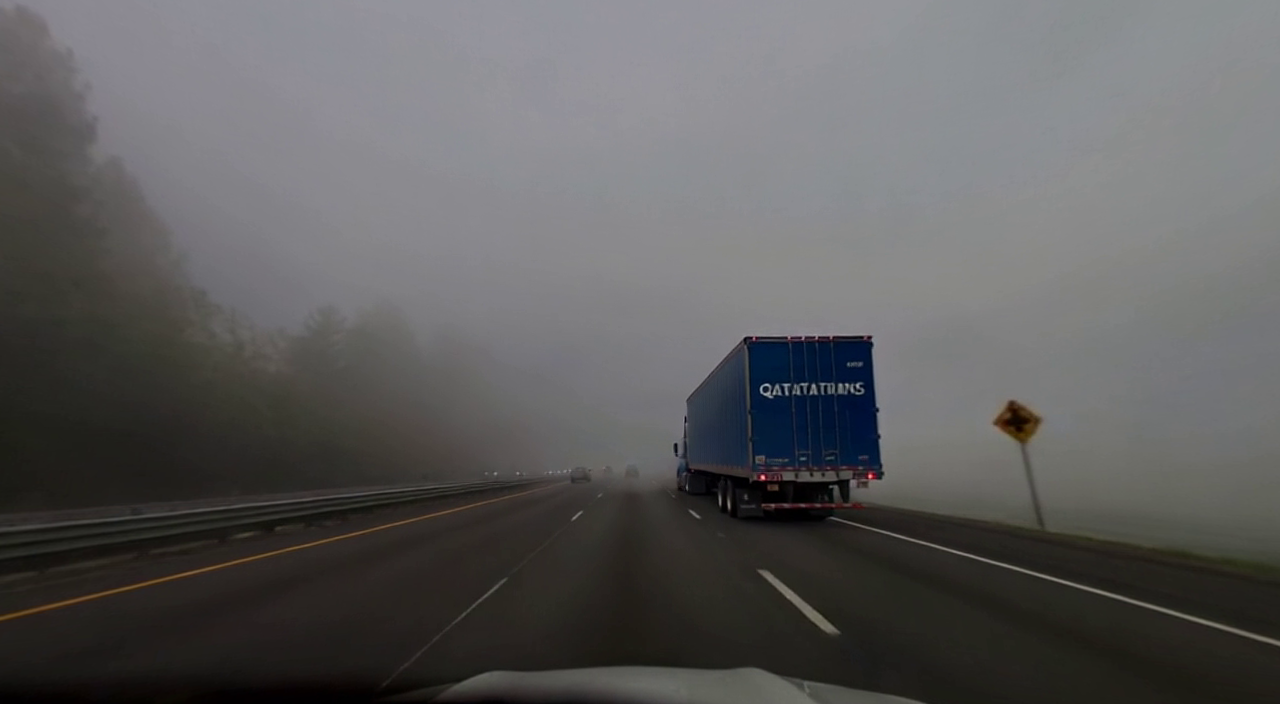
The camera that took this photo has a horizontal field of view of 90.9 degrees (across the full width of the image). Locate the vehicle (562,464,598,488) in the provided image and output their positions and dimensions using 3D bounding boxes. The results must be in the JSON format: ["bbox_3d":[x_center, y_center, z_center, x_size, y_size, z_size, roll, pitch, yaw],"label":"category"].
[{"bbox_3d":[-4.309,8.992,45.771,2.180,1.556,4.895,1,-11,-1],"label":"vehicle"}]

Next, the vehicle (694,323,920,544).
[{"bbox_3d":[3.489,2.432,16.929,2.871,4.032,10.642,1,-11,-2],"label":"vehicle"}]
